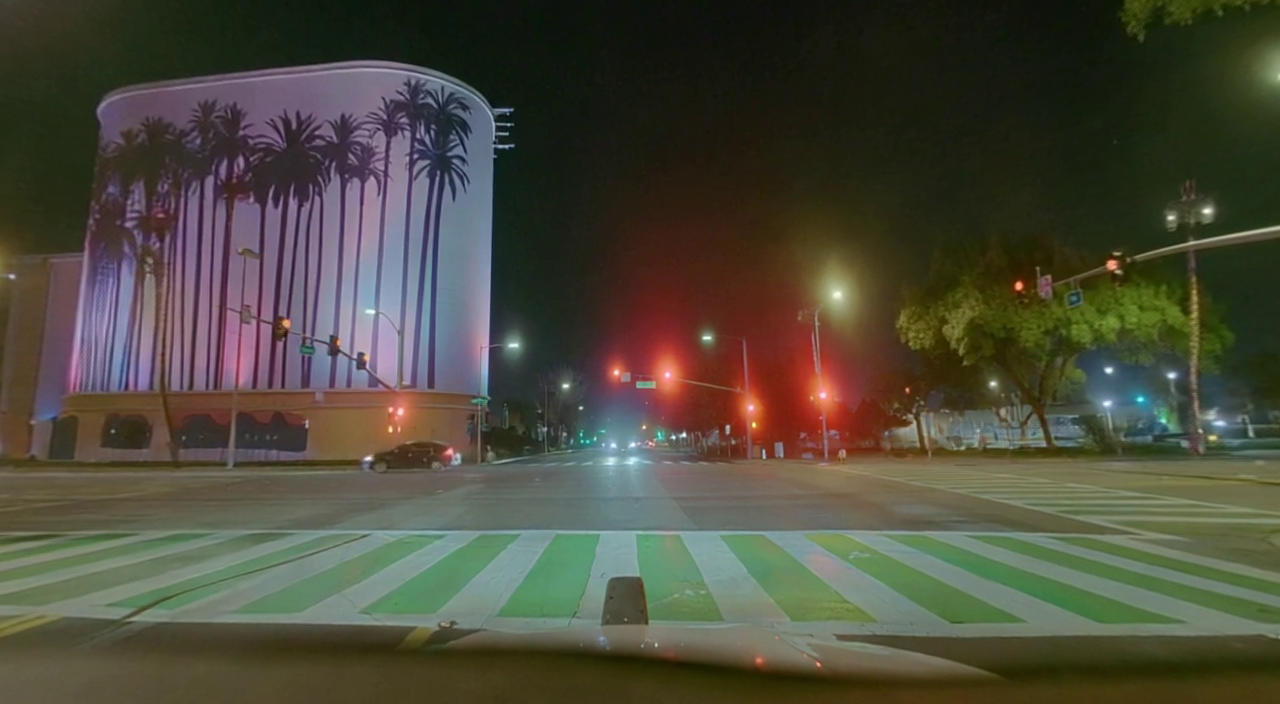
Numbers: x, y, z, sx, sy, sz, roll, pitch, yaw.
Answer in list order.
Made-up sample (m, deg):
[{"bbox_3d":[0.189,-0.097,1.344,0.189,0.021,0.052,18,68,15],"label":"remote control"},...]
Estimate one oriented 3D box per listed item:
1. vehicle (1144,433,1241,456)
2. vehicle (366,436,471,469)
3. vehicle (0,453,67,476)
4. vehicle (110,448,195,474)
[{"bbox_3d":[36.129,6.040,41.269,4.606,1.449,1.687,0,-8,2],"label":"vehicle"},{"bbox_3d":[-13.114,5.962,37.569,5.477,1.880,2.125,0,-8,1],"label":"vehicle"},{"bbox_3d":[-41.631,7.608,42.796,3.698,1.508,1.779,0,-8,1],"label":"vehicle"},{"bbox_3d":[-33.042,7.400,42.774,4.136,1.661,1.857,0,-8,1],"label":"vehicle"}]
